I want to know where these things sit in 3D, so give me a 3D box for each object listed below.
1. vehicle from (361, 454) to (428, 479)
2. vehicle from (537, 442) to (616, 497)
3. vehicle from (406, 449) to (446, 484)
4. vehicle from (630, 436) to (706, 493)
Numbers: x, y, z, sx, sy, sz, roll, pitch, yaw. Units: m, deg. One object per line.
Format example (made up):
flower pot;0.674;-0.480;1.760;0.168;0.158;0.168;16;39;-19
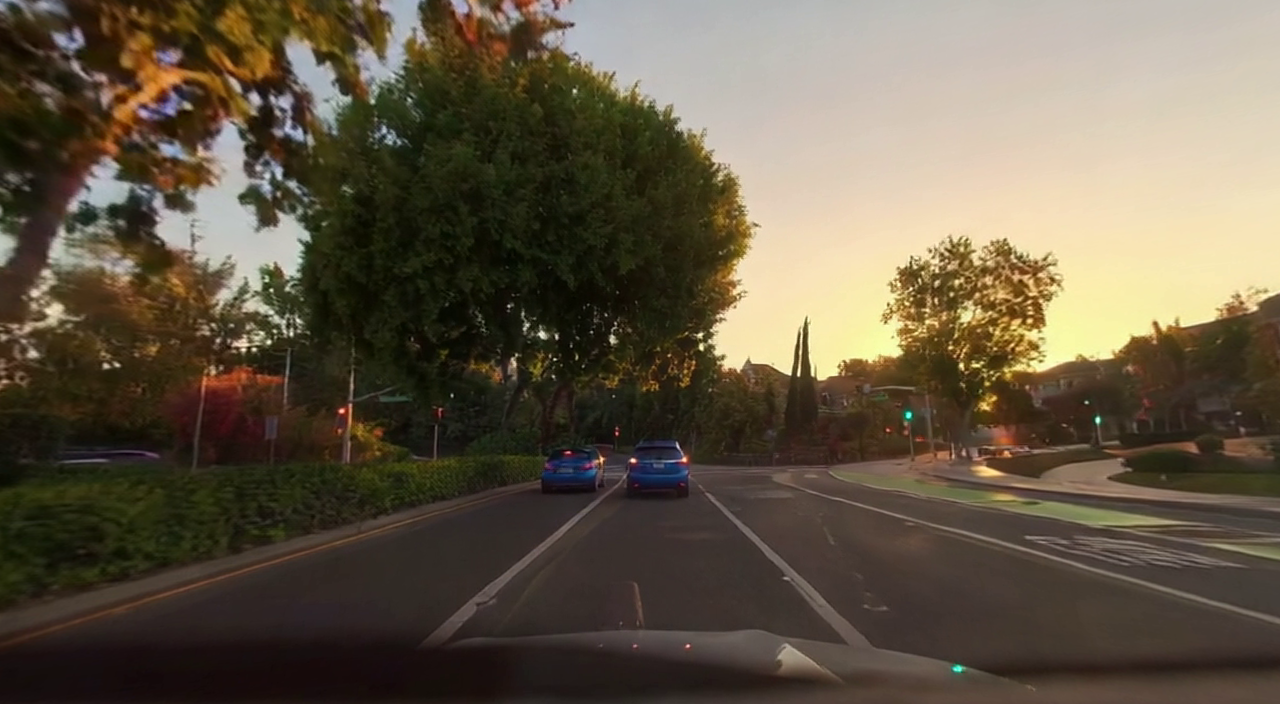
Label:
vehicle;-18.288;8.513;47.095;4.685;1.746;2.095;-5;-10;30
vehicle;-1.829;3.555;19.448;1.923;1.498;3.887;0;-9;2
vehicle;-12.283;6.546;36.482;2.005;1.702;4.697;0;-8;-16
vehicle;0.881;3.733;21.293;2.286;1.701;4.395;0;-9;1
